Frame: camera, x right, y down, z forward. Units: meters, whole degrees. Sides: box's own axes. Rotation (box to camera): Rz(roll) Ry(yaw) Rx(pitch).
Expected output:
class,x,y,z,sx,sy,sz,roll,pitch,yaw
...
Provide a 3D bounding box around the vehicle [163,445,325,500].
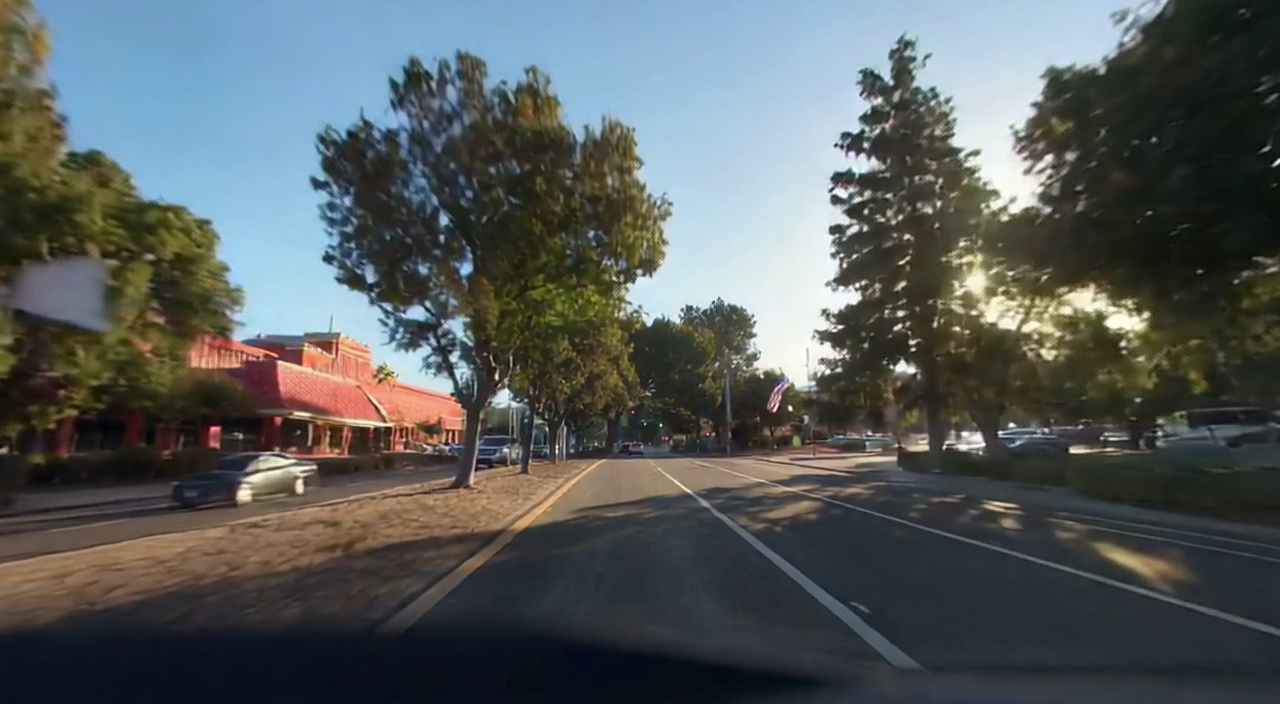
class,x,y,z,sx,sy,sz,roll,pitch,yaw
vehicle,-11.643,3.527,18.990,1.874,1.407,4.606,0,-8,0

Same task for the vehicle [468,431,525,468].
class,x,y,z,sx,sy,sz,roll,pitch,yaw
vehicle,-8.439,5.793,37.545,2.171,1.975,5.168,0,-8,0
